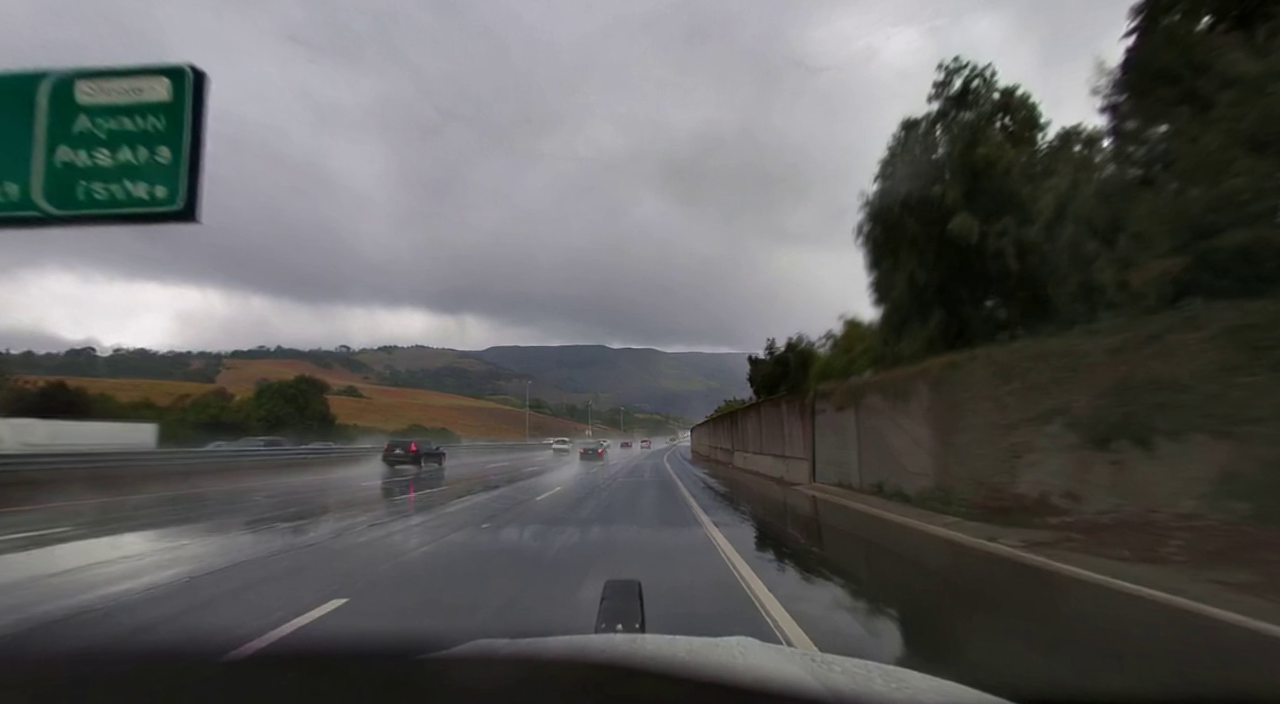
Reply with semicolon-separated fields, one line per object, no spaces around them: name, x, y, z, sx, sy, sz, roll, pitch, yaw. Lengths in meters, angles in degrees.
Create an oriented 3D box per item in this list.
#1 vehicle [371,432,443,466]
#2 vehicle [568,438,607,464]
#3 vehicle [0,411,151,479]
vehicle;-13.145;5.520;35.926;2.076;1.766;4.831;0;-8;2
vehicle;-3.233;6.158;39.417;1.931;1.492;4.076;0;-8;2
vehicle;-29.571;4.512;30.662;3.067;2.979;10.426;0;-8;2
